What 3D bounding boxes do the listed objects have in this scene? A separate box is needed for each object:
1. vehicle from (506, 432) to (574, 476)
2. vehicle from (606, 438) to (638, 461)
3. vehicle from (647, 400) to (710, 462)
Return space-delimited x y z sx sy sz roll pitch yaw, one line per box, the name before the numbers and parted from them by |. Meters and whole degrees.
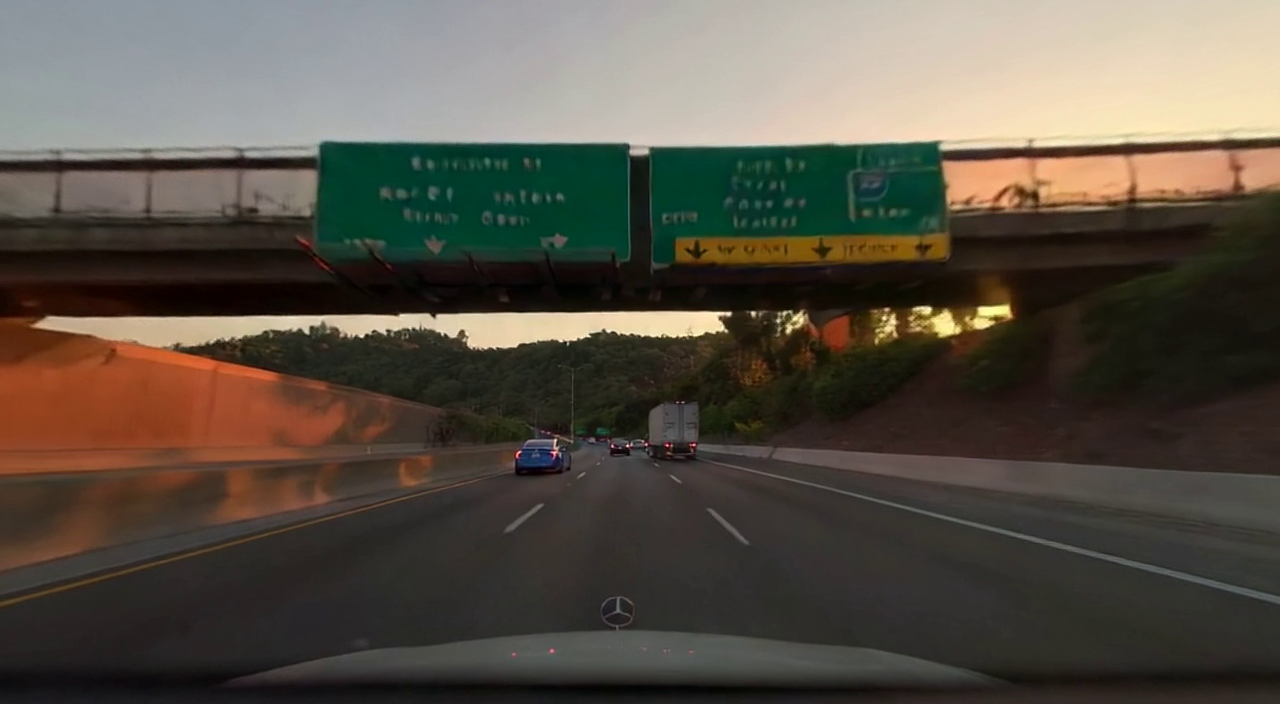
vehicle | -4.326 4.491 28.050 2.377 1.747 4.703 0 -8 -1
vehicle | -1.295 6.844 44.253 2.125 1.542 3.816 0 -8 -2
vehicle | 2.588 6.167 48.356 3.301 4.034 13.722 0 -8 -3
